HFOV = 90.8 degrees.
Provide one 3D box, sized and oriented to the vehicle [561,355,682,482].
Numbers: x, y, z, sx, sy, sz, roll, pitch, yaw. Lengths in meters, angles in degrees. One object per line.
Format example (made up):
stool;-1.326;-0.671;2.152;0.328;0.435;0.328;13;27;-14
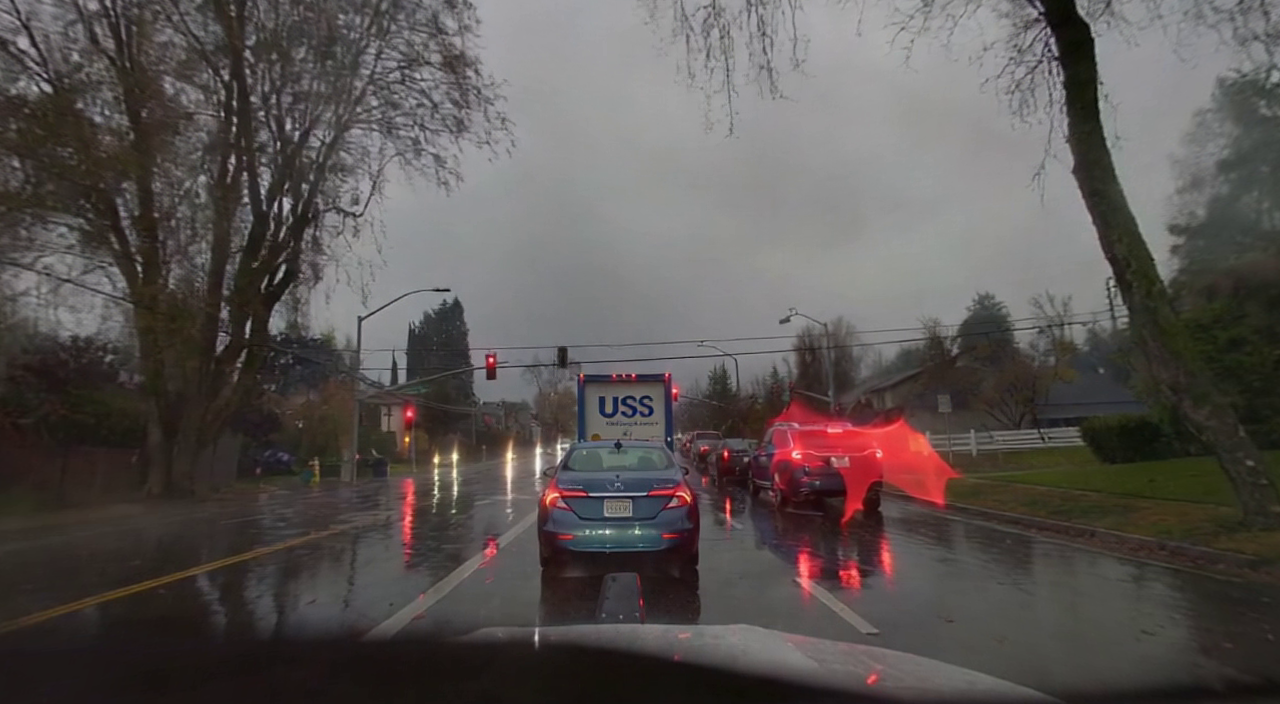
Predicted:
vehicle;-0.461;2.214;19.665;2.993;3.151;7.784;0;-8;0

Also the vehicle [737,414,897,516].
vehicle;3.598;2.398;13.885;2.145;1.847;4.524;0;-8;-1

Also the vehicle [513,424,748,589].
vehicle;-0.143;1.722;7.935;2.135;1.483;4.207;0;-8;-2
